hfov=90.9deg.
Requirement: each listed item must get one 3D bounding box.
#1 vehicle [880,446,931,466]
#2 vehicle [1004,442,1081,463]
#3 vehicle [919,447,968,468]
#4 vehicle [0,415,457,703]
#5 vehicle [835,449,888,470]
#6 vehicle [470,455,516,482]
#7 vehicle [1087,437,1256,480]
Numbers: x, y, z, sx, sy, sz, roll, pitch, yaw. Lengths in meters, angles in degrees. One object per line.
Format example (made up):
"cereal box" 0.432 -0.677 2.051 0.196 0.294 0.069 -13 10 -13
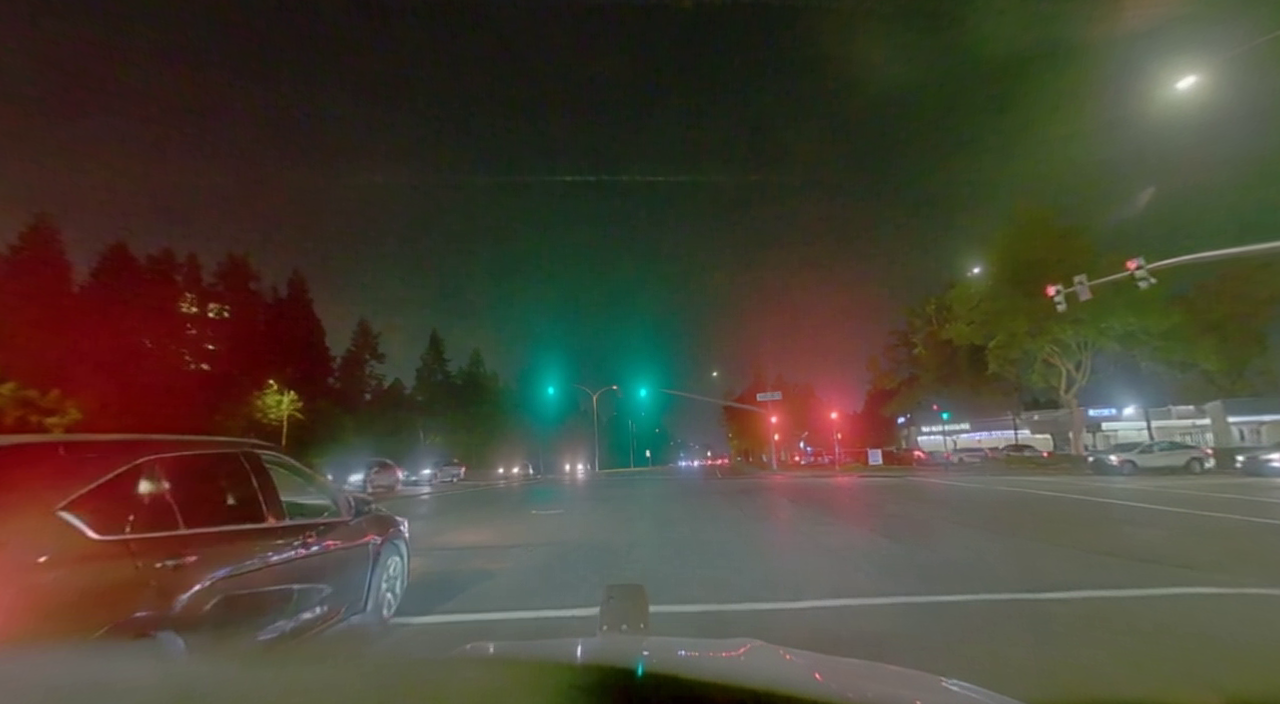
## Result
"vehicle" 19.900 7.766 47.113 1.945 1.434 4.293 -9 -12 44
"vehicle" 30.862 7.689 48.396 4.678 1.558 1.883 0 -9 -4
"vehicle" 21.936 7.607 45.459 1.930 1.410 4.313 -8 -12 42
"vehicle" -2.856 1.242 3.867 1.924 1.482 4.734 0 -9 1
"vehicle" 17.499 8.399 49.577 2.060 1.445 4.712 -9 -11 43
"vehicle" -10.192 8.088 44.042 1.905 1.724 4.449 -1 -9 4
"vehicle" 19.617 3.920 23.394 4.552 1.492 2.002 1 -9 -5
